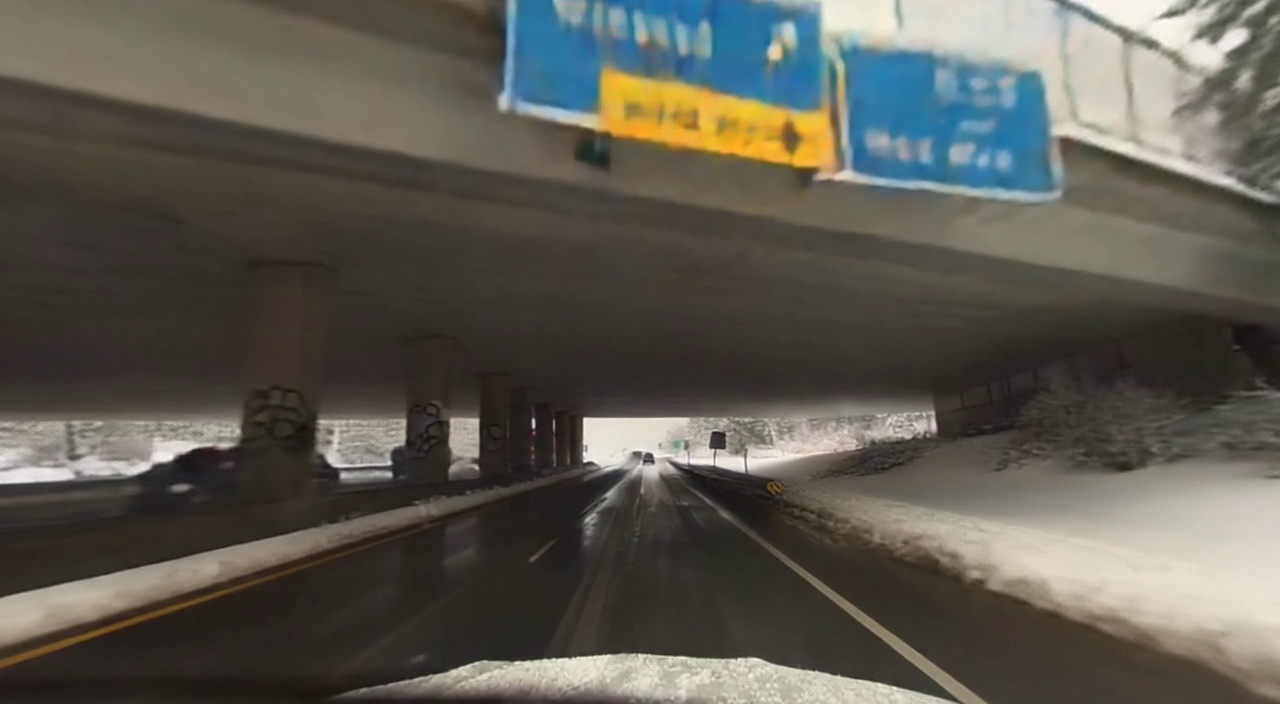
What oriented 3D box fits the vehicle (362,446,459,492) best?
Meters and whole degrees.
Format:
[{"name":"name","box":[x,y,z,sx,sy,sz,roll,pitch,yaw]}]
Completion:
[{"name":"vehicle","box":[-8.856,4.520,24.848,1.979,1.600,4.516,0,-8,2]}]

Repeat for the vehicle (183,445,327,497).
[{"name":"vehicle","box":[-13.361,4.119,22.333,2.059,1.615,4.688,0,-8,1]}]
